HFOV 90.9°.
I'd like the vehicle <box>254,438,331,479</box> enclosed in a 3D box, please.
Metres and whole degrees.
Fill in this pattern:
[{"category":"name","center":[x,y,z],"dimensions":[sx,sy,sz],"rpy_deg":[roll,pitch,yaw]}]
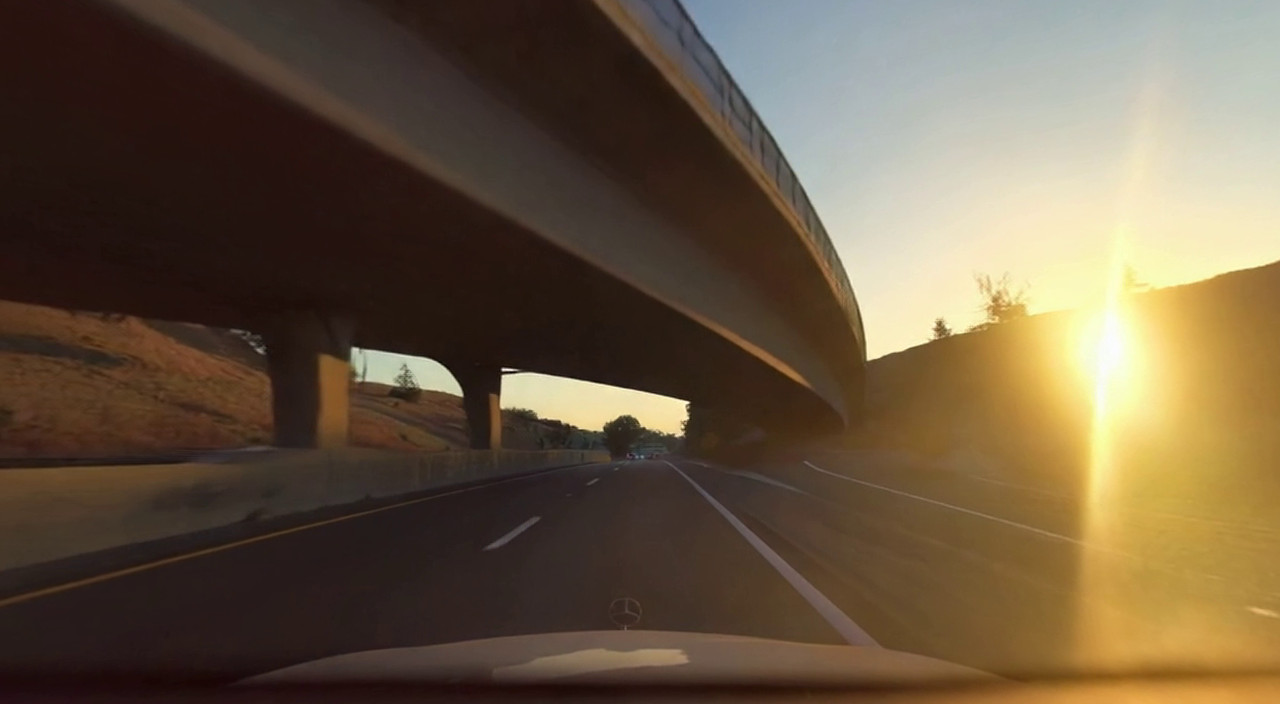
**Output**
[{"category":"vehicle","center":[-22.913,7.030,41.830],"dimensions":[2.377,2.520,4.471],"rpy_deg":[-1,-9,1]}]

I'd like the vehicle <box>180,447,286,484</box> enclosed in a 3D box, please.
[{"category":"vehicle","center":[-23.002,6.393,35.996],"dimensions":[2.239,1.889,5.569],"rpy_deg":[-1,-9,0]}]
